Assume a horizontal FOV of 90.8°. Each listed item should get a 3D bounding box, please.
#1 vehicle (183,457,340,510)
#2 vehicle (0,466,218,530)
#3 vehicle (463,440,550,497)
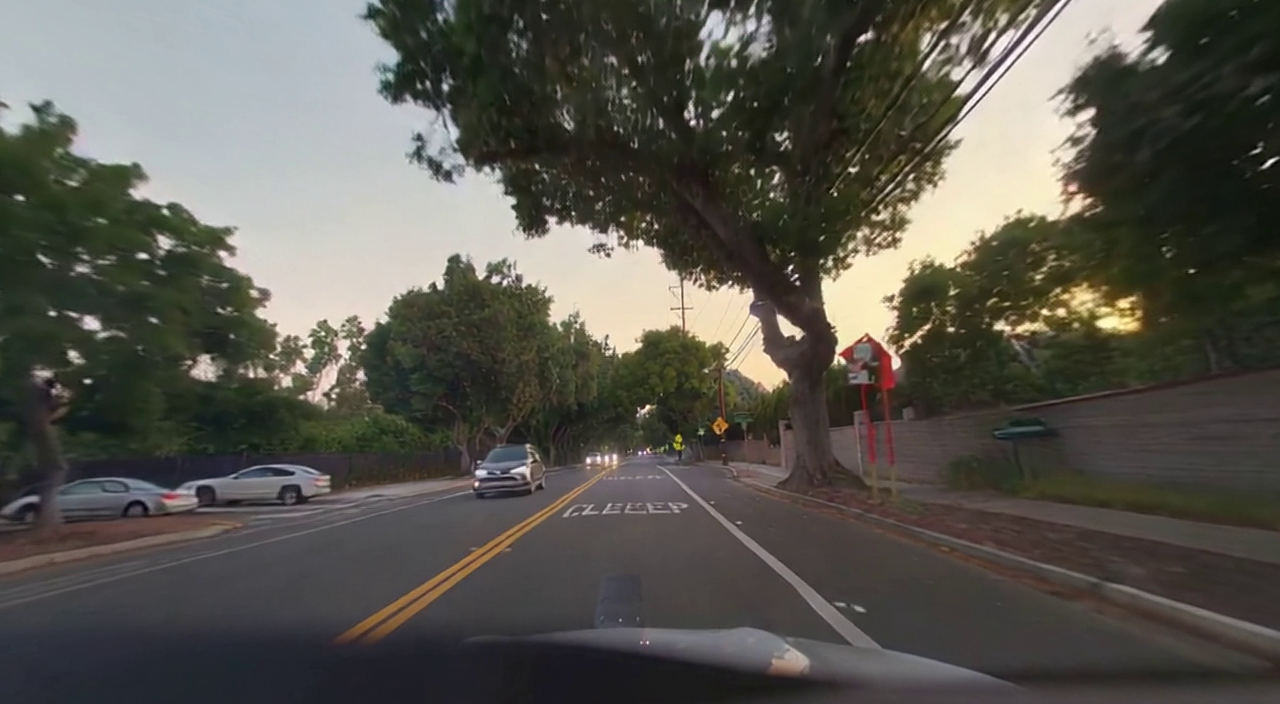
[{"bbox_3d":[-14.204,4.929,23.883,4.653,1.842,1.992,-1,-9,4],"label":"vehicle"},{"bbox_3d":[-15.572,4.258,18.689,4.641,1.636,1.983,0,-9,-5],"label":"vehicle"},{"bbox_3d":[-4.399,3.914,21.555,2.008,1.730,4.243,-1,-9,0],"label":"vehicle"}]
